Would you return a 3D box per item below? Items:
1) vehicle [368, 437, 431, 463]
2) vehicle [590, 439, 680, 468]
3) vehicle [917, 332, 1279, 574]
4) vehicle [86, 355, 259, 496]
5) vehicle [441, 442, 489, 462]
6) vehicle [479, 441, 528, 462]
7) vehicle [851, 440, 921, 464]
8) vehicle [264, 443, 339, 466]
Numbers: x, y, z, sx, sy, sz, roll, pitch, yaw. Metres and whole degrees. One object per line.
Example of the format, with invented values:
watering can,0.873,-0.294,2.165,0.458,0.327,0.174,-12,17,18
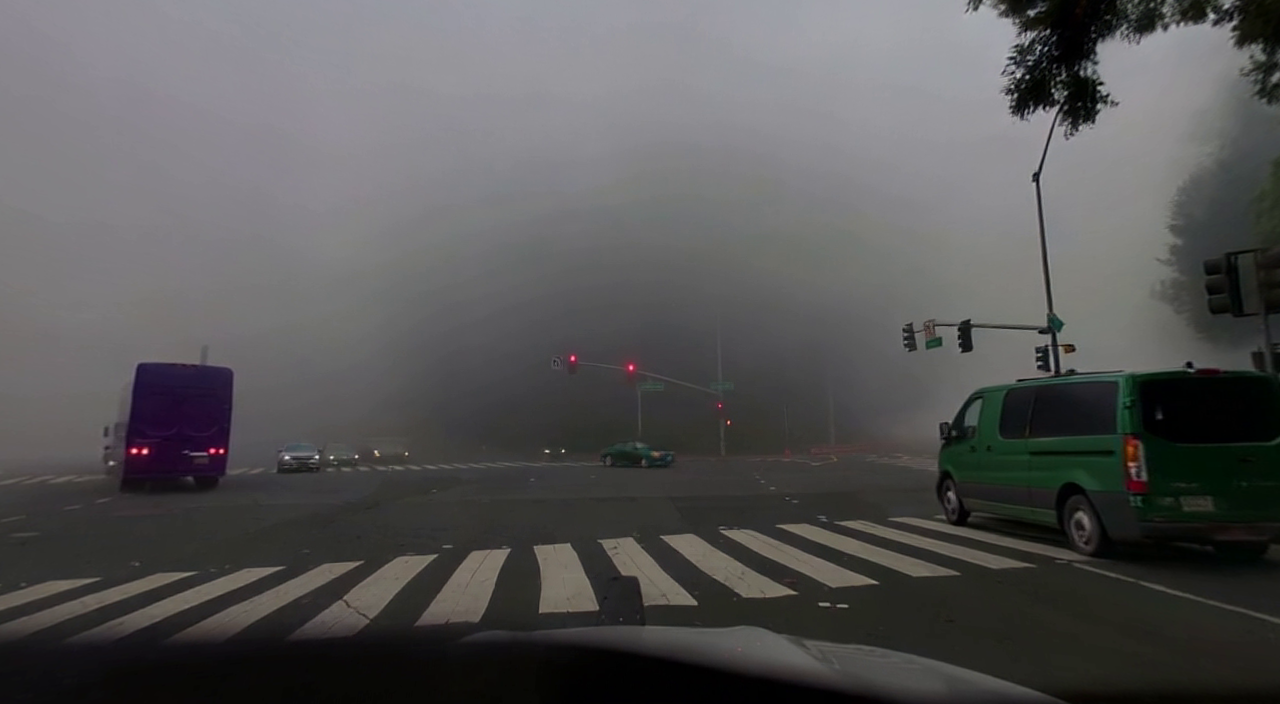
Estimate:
vehicle,-17.385,7.144,45.992,2.189,1.753,4.785,-1,-9,8
vehicle,-0.339,5.530,34.612,4.846,1.487,2.086,-8,-12,42
vehicle,6.546,1.425,9.288,2.332,2.511,5.326,0,-9,-2
vehicle,-13.592,2.223,18.126,3.112,3.230,6.726,8,-12,-41
vehicle,-13.184,7.588,47.853,1.845,1.426,4.289,-1,-9,8
vehicle,-10.150,7.465,47.400,2.097,1.484,4.596,-1,-9,7
vehicle,16.993,6.893,43.627,4.524,1.560,2.052,5,-10,-29
vehicle,-21.835,6.638,41.005,1.859,1.415,4.591,-1,-9,8
